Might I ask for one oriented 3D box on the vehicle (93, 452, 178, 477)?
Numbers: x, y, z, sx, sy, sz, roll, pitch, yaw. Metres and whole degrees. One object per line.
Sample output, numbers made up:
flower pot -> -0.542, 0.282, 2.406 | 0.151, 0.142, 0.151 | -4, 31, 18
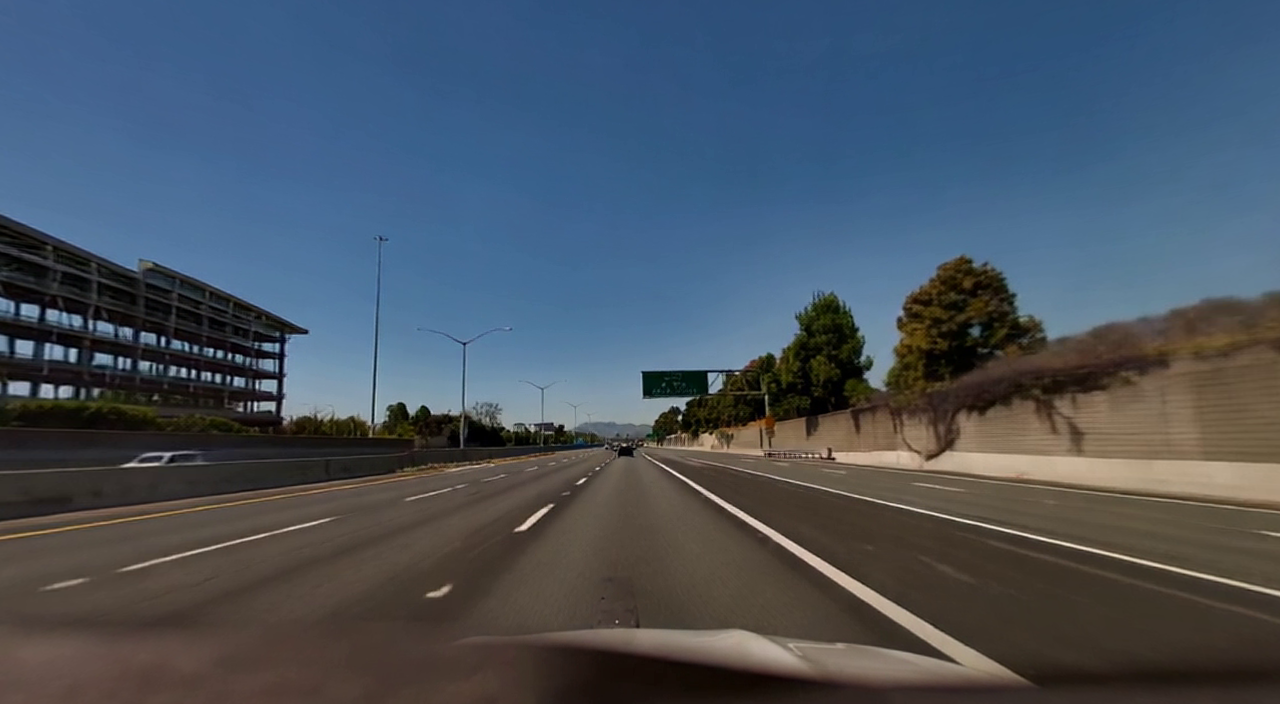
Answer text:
vehicle -> -31.205, 6.931, 39.243 | 1.801, 1.411, 4.254 | 0, -9, -1
